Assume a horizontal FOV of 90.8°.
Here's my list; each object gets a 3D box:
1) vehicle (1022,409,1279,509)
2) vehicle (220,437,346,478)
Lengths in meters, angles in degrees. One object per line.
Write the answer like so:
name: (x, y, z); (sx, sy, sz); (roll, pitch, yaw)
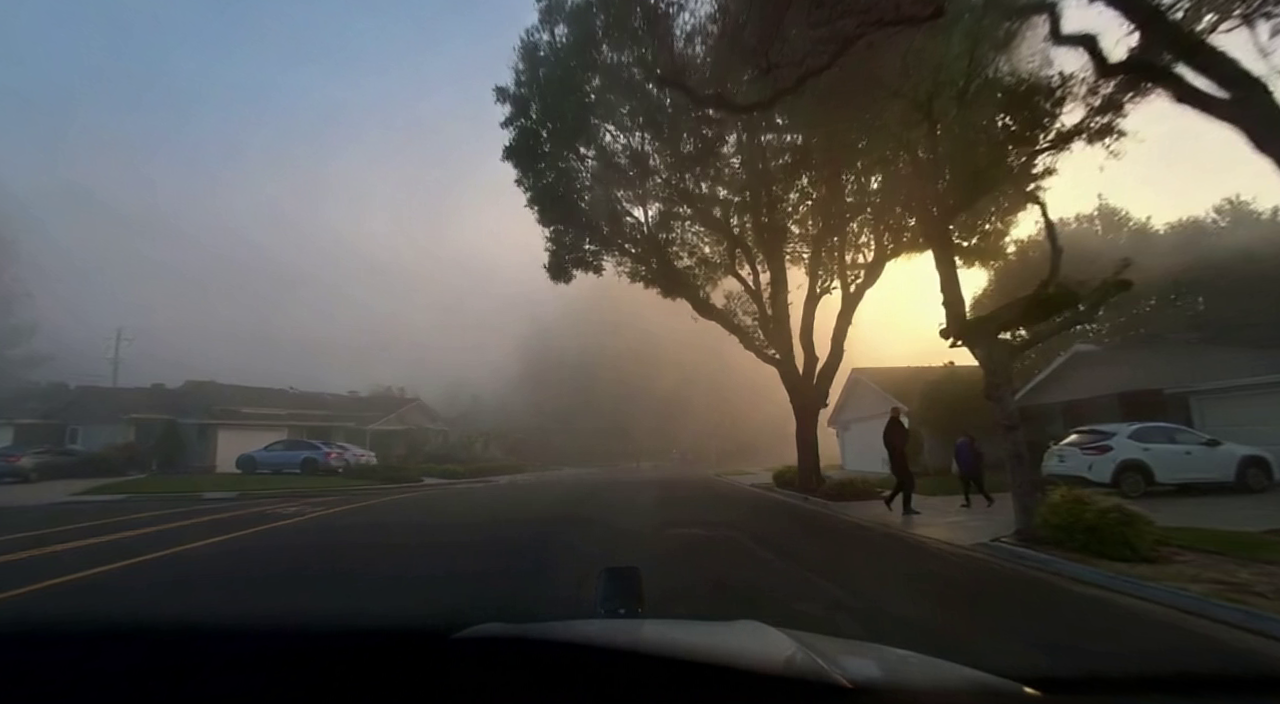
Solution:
vehicle: (11.552, 2.337, 13.975); (4.792, 2.029, 2.005); (0, -9, 1)
vehicle: (-16.718, 4.961, 29.808); (4.581, 1.811, 2.145); (0, -9, -2)
